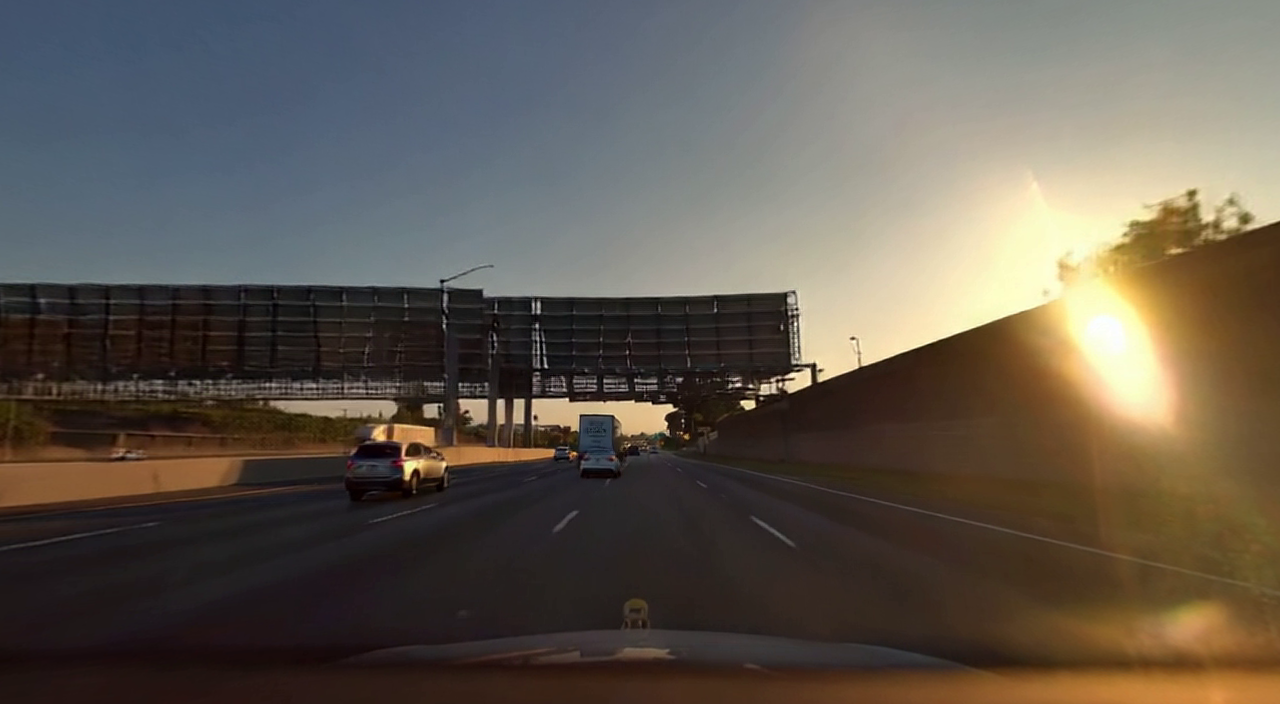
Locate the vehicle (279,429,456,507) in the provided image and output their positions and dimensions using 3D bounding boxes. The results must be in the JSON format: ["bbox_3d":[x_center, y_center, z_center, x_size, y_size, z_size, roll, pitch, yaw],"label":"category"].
[{"bbox_3d":[-7.015,3.055,17.079,2.401,1.759,5.126,0,-9,1],"label":"vehicle"}]

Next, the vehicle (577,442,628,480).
[{"bbox_3d":[-1.631,4.899,28.556,2.168,1.597,3.615,0,-9,-1],"label":"vehicle"}]
